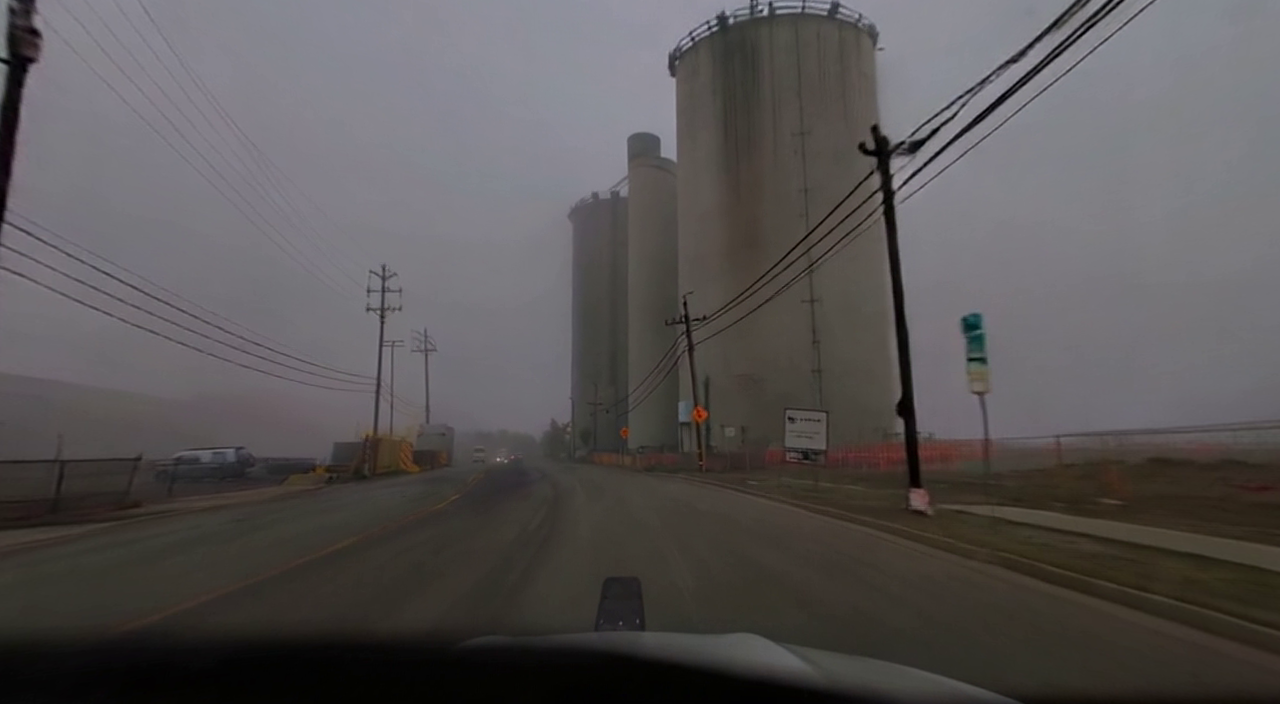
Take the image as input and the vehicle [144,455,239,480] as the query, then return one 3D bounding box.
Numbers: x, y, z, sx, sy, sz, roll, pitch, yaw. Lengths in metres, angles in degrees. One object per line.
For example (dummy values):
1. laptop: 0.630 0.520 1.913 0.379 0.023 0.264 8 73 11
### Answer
1. vehicle: -26.894 6.921 37.982 4.184 1.411 1.855 1 -9 -6
